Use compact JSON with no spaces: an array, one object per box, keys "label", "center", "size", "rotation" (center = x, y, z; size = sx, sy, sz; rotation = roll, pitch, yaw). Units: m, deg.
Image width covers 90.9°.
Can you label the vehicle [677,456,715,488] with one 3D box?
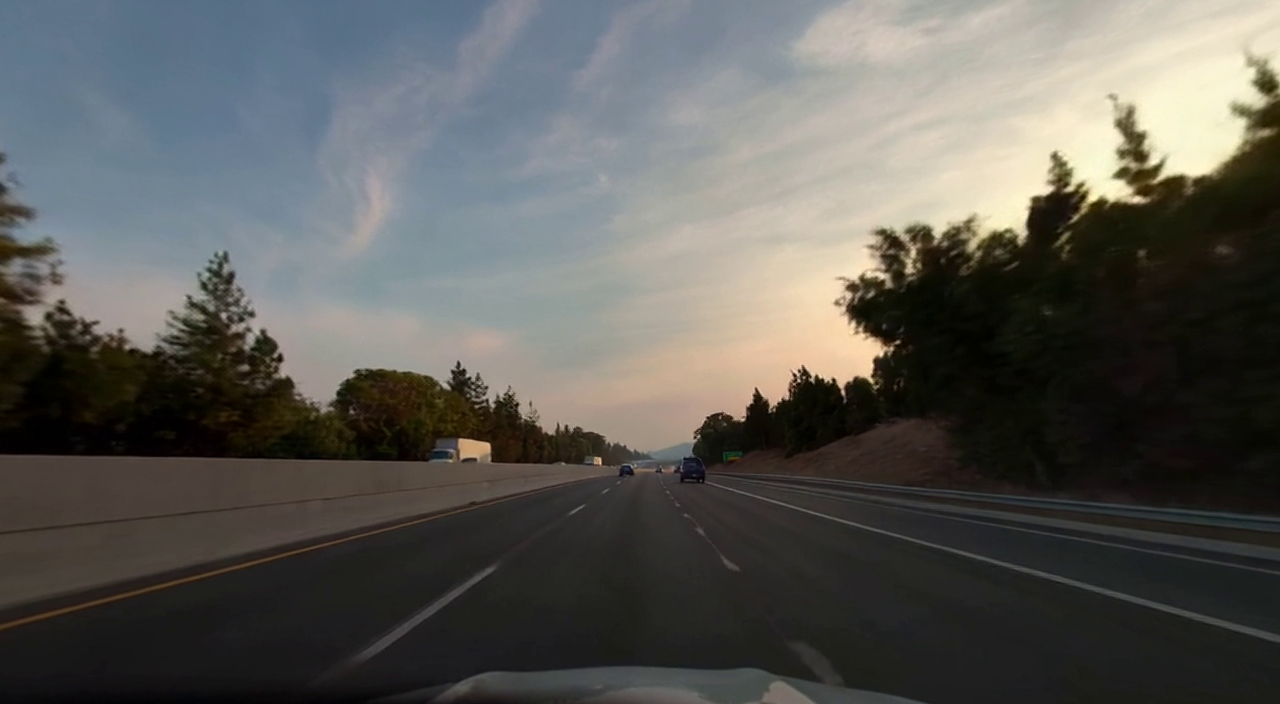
[{"label":"vehicle","center":[3.705,8.024,42.205],"size":[2.093,1.933,4.623],"rotation":[1,-10,0]}]
